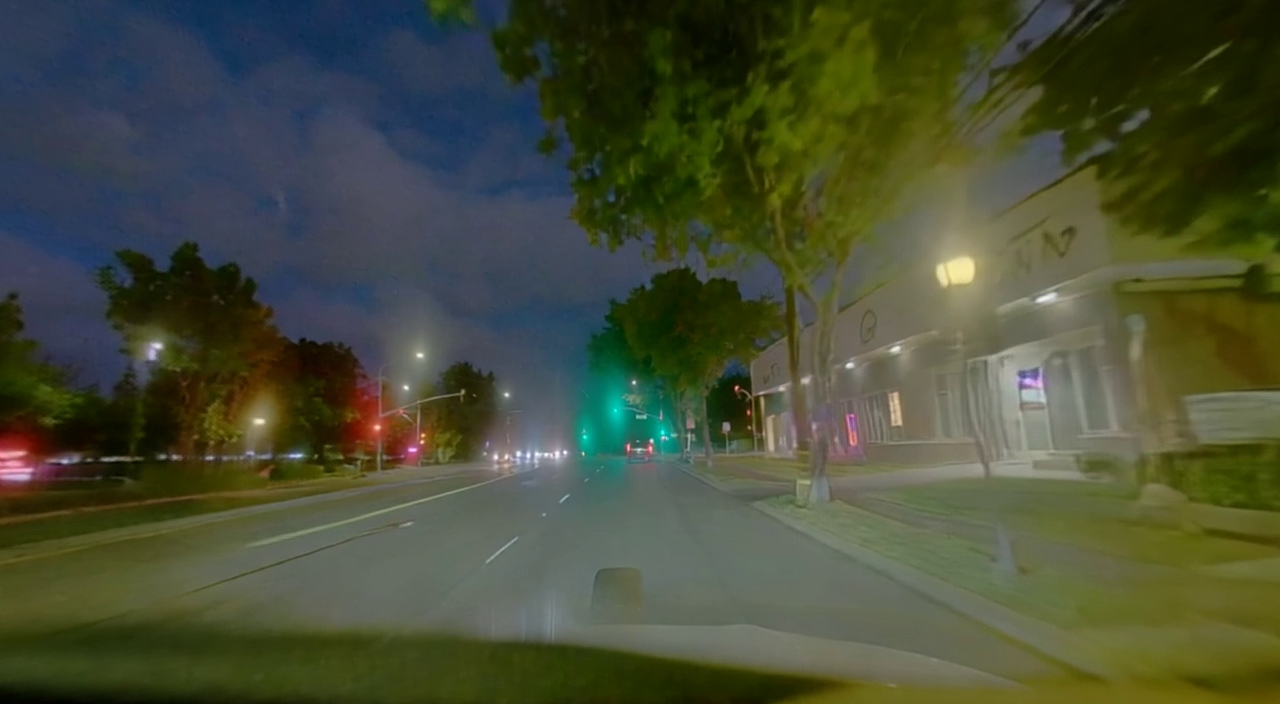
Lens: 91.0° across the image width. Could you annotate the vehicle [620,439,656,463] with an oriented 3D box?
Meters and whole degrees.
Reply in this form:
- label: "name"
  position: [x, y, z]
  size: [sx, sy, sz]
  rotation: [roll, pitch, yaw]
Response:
- label: "vehicle"
  position: [-0.059, 7.279, 46.276]
  size: [2.191, 1.607, 4.361]
  rotation: [-1, -9, 6]
